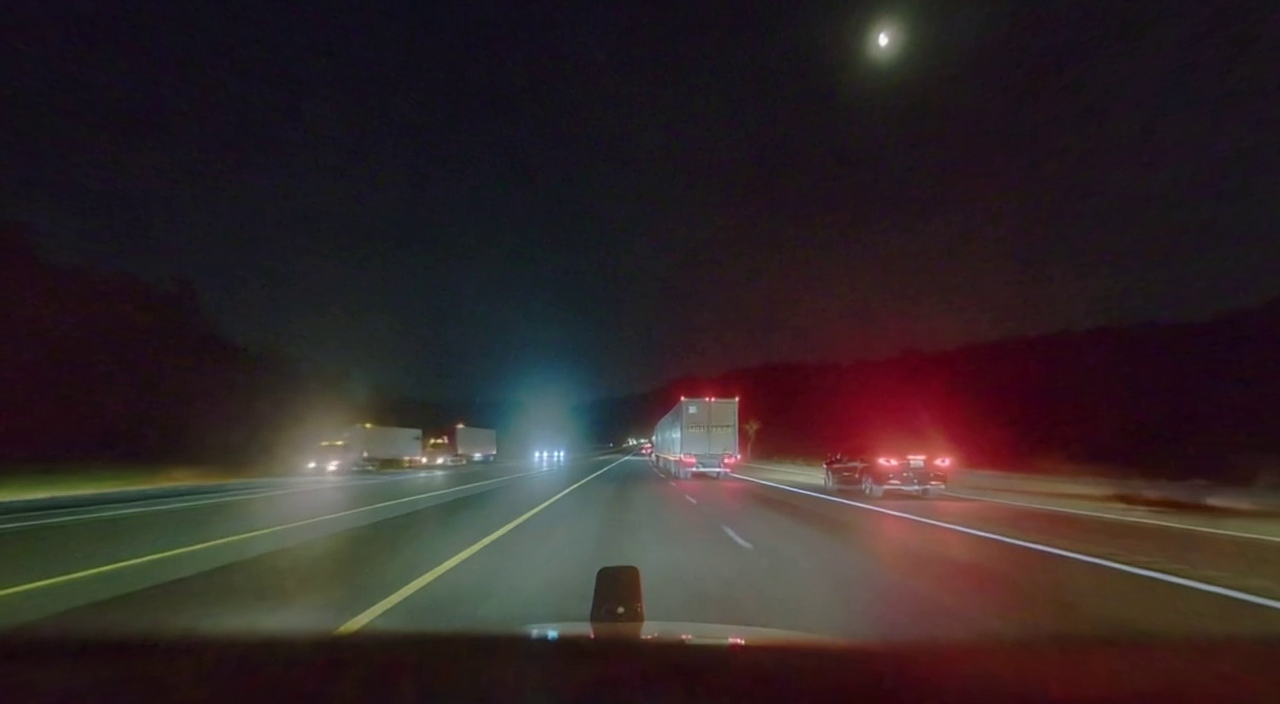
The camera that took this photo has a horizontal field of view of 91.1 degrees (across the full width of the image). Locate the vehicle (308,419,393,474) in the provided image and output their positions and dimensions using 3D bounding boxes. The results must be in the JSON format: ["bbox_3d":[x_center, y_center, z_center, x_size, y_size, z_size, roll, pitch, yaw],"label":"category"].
[{"bbox_3d":[-21.970,7.300,48.326,2.941,3.857,7.508,-1,-9,-1],"label":"vehicle"}]

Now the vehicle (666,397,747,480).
[{"bbox_3d":[3.464,5.182,37.045,3.037,3.999,13.133,0,-9,-1],"label":"vehicle"}]
